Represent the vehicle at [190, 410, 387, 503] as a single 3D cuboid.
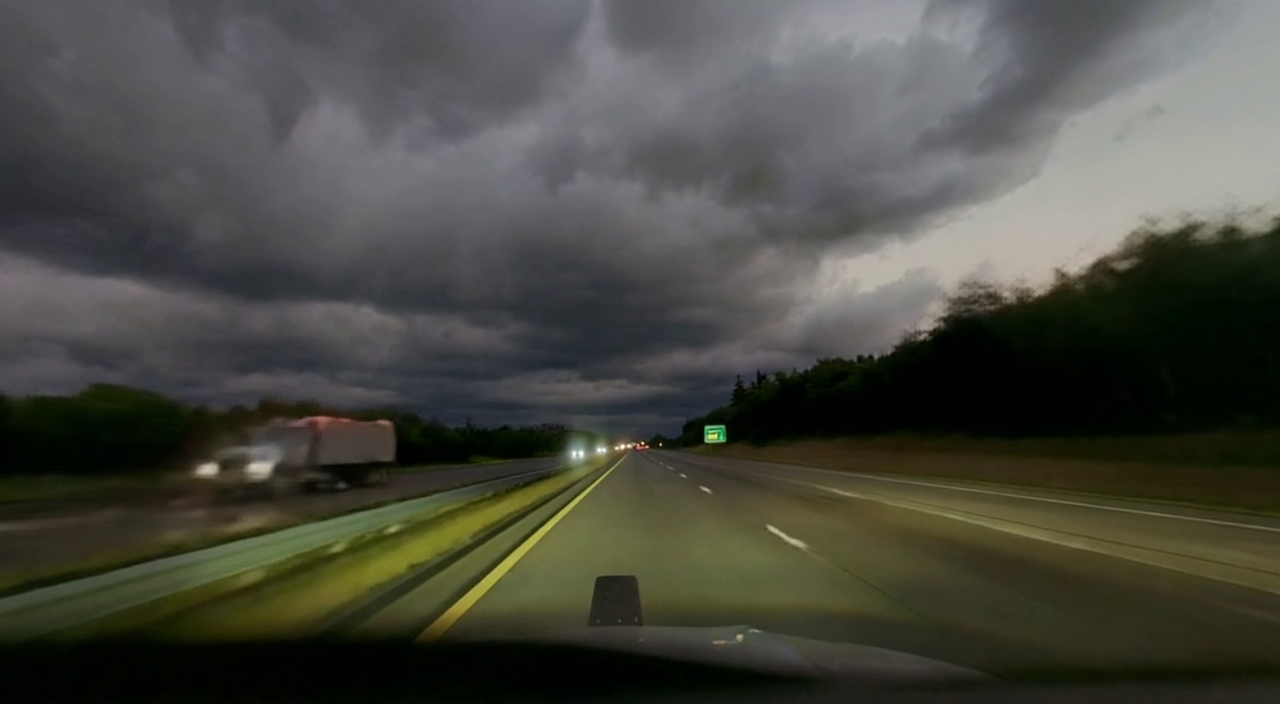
[{"bbox_3d":[-13.128,4.051,24.720,2.914,2.958,8.402,-1,-9,0],"label":"vehicle"}]
